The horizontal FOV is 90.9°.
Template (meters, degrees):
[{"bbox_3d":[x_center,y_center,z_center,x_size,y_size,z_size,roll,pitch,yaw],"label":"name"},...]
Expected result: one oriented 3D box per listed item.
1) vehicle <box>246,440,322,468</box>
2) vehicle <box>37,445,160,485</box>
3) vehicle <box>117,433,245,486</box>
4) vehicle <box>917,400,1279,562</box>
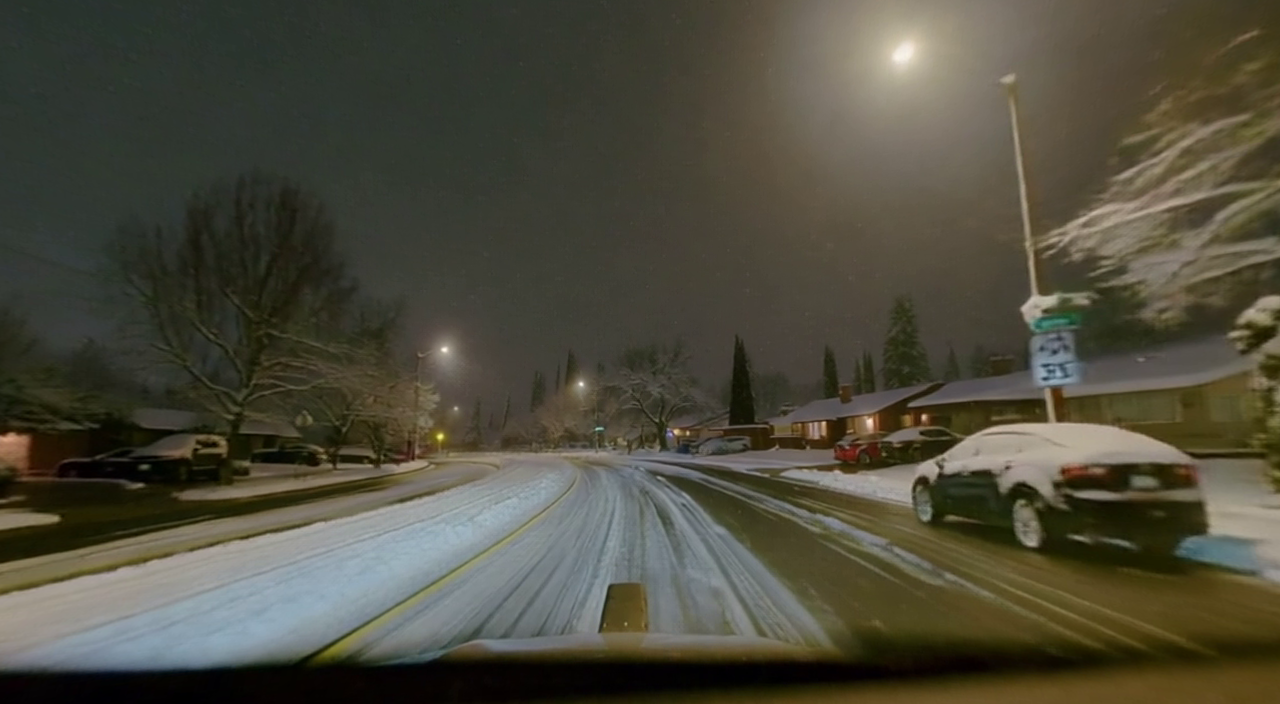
[{"bbox_3d":[-24.721,7.091,43.935,4.128,1.861,1.959,2,-9,-15],"label":"vehicle"},{"bbox_3d":[-21.480,4.474,25.244,1.764,1.443,3.941,2,-9,-8],"label":"vehicle"},{"bbox_3d":[-18.594,4.349,25.868,2.077,1.948,4.705,1,-8,-7],"label":"vehicle"},{"bbox_3d":[6.728,1.859,9.827,2.315,1.869,4.678,1,-8,-5],"label":"vehicle"}]
